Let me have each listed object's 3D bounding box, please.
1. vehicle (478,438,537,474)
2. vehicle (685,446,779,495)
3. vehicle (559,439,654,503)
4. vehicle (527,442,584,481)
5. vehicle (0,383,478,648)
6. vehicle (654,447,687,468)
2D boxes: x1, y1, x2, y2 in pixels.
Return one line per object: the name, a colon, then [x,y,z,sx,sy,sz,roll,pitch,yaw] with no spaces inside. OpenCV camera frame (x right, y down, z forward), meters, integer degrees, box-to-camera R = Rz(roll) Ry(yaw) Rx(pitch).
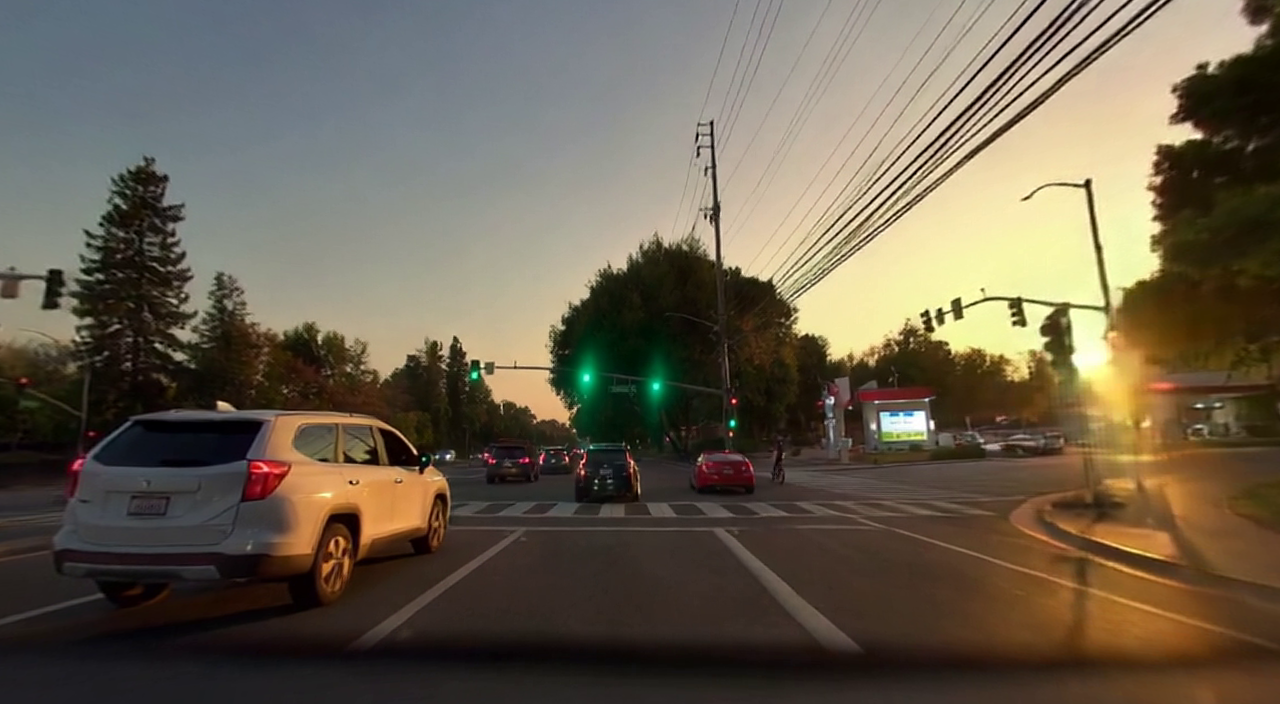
vehicle: [-7.701,6.115,37.317,2.385,1.918,5.056,0,-9,0]
vehicle: [2.629,3.515,19.216,2.065,1.302,4.416,0,-9,-2]
vehicle: [-0.837,3.068,16.725,2.189,1.437,4.135,0,-9,-2]
vehicle: [-3.633,4.776,27.833,1.953,1.530,4.335,0,-9,-1]
vehicle: [-3.159,1.356,6.289,1.922,1.642,4.547,0,-9,0]
vehicle: [2.155,7.708,46.262,2.069,1.464,4.599,0,-9,-2]
